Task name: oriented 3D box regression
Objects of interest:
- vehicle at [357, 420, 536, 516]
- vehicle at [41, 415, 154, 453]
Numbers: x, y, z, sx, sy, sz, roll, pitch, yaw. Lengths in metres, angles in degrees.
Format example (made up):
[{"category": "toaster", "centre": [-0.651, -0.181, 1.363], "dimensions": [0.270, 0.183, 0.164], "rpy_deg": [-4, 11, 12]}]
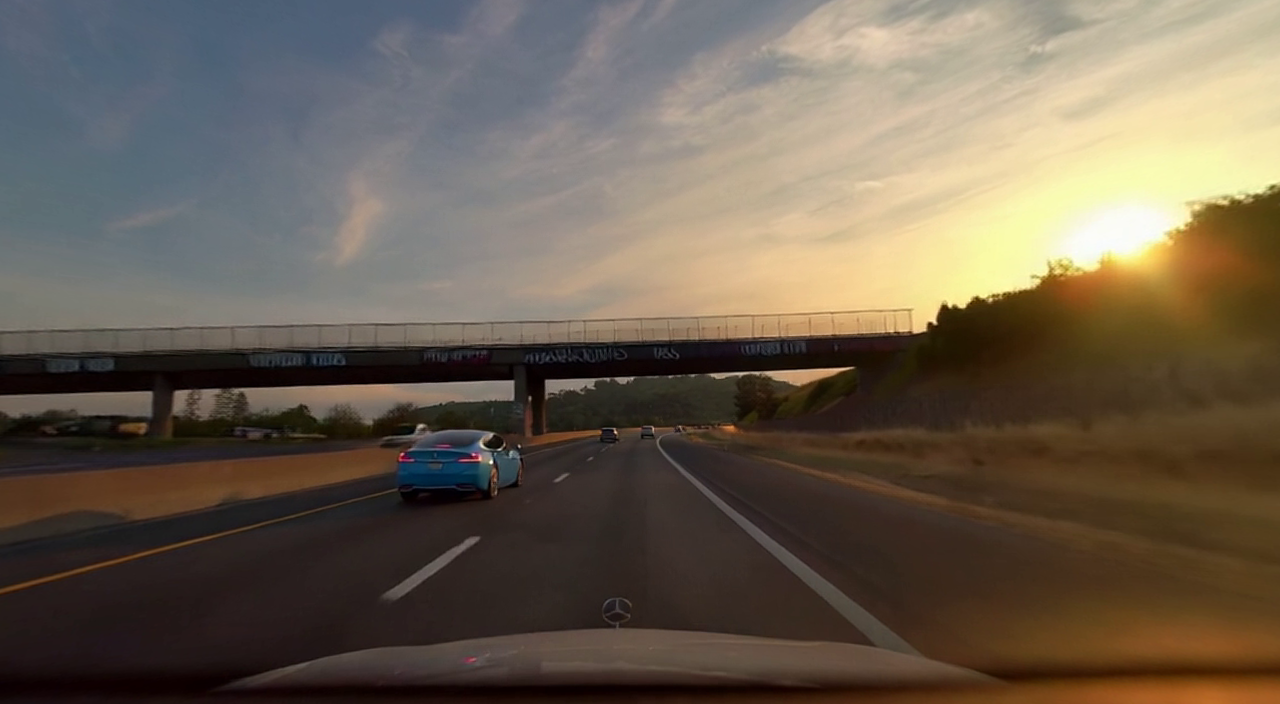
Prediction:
[{"category": "vehicle", "centre": [-3.558, 2.212, 12.643], "dimensions": [2.108, 1.555, 4.574], "rpy_deg": [0, -8, 0]}, {"category": "vehicle", "centre": [-27.252, 4.118, 31.703], "dimensions": [4.288, 1.842, 1.943], "rpy_deg": [-1, -8, 12]}]
